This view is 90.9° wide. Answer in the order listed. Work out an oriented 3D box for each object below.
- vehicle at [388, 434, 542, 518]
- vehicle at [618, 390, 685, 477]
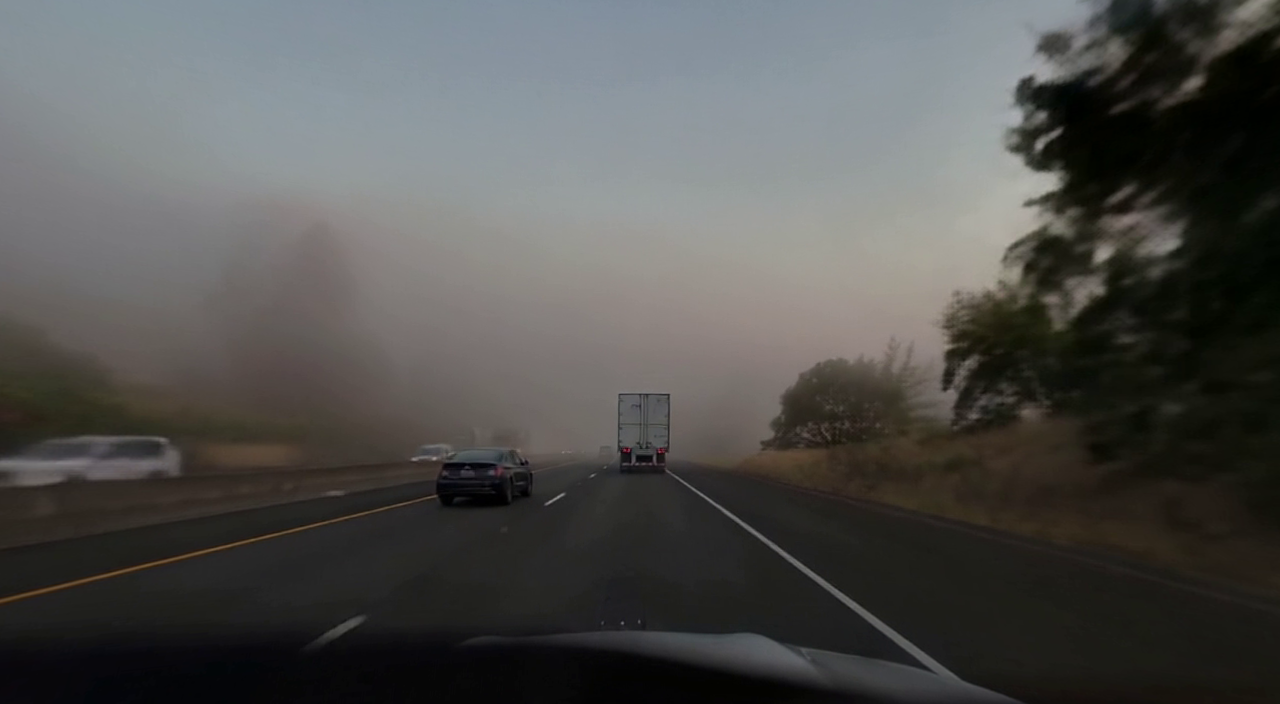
[{"bbox_3d":[-3.680,2.735,14.368,2.074,1.546,4.946,0,-9,0],"label":"vehicle"},{"bbox_3d":[0.429,4.375,32.738,2.959,3.828,9.617,0,-9,-1],"label":"vehicle"}]
